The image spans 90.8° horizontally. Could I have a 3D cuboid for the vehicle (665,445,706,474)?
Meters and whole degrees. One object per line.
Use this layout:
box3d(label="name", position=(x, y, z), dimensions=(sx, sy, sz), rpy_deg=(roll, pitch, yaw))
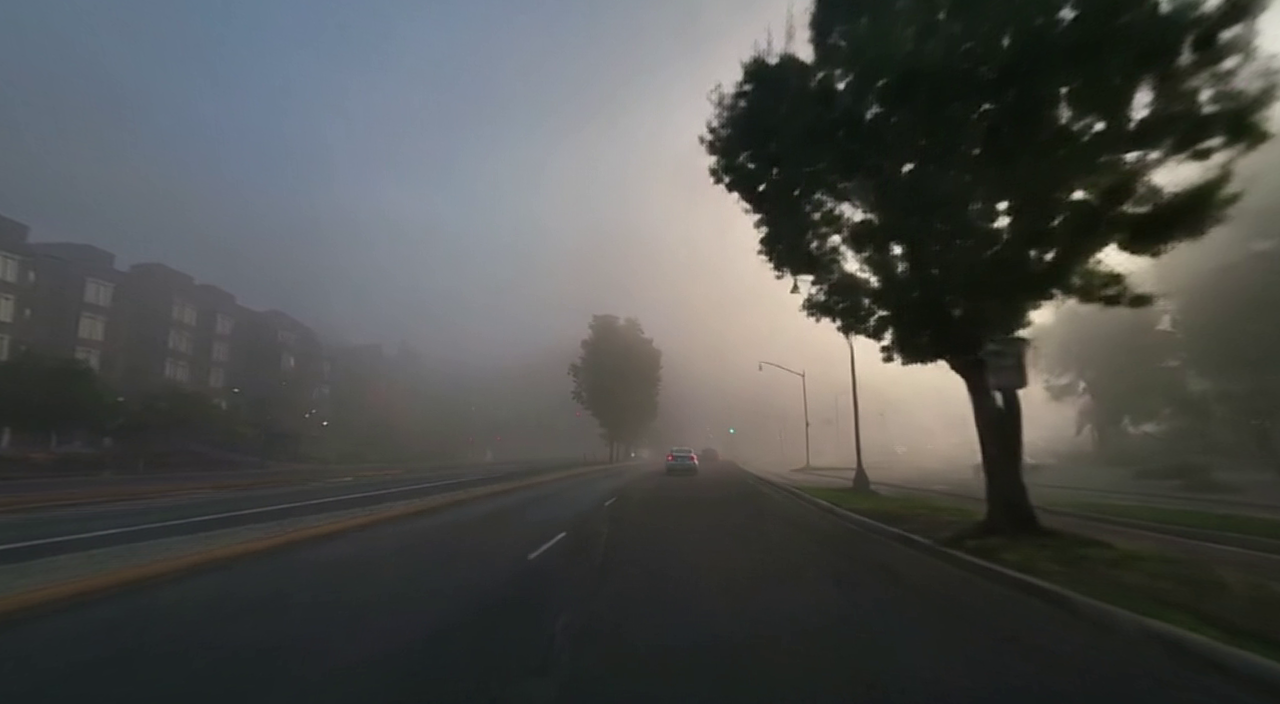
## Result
box3d(label="vehicle", position=(2.467, 5.894, 34.763), dimensions=(2.133, 1.481, 4.276), rpy_deg=(-1, -9, 3))
